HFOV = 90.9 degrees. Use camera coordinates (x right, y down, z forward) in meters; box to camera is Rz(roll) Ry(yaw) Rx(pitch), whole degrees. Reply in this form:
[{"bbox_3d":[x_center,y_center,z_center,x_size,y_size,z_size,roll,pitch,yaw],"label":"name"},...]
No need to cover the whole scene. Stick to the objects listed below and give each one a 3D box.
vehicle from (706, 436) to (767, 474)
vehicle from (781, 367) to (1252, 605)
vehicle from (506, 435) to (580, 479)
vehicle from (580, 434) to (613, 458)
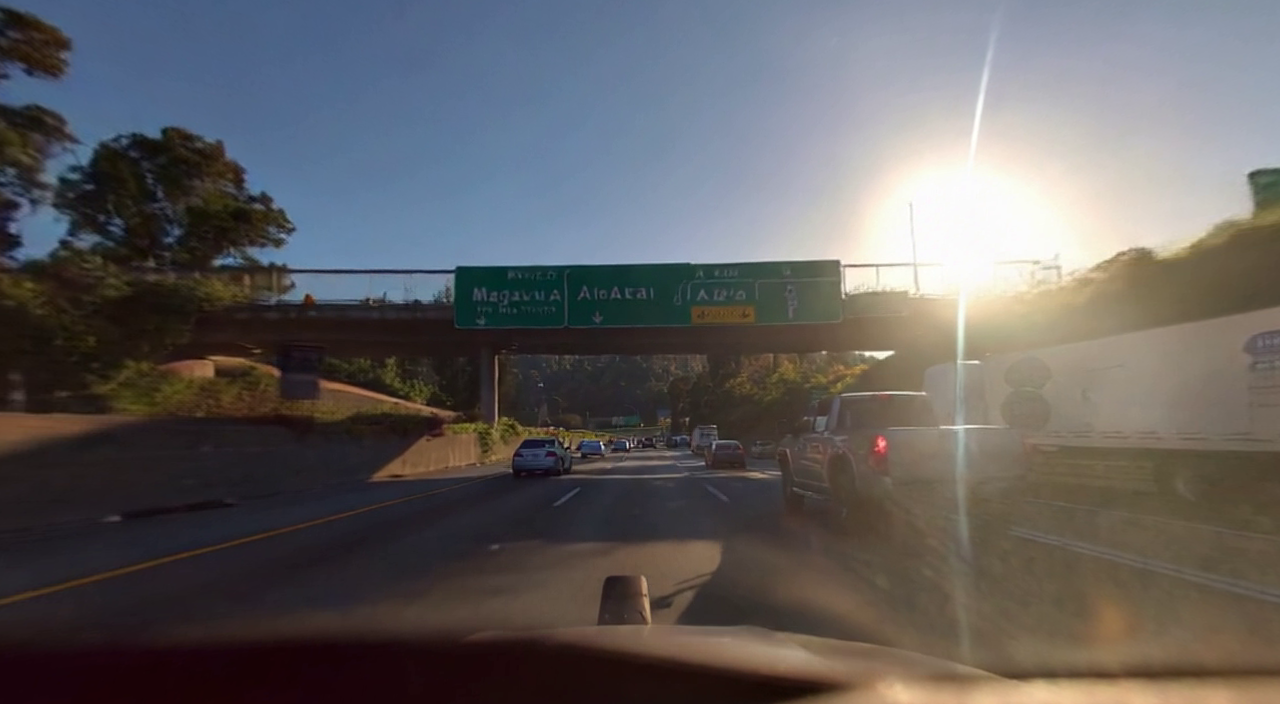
[{"bbox_3d":[4.070,4.410,27.172,1.953,1.480,4.053,0,-8,-1],"label":"vehicle"},{"bbox_3d":[3.689,1.489,7.980,2.517,1.935,5.552,0,-8,0],"label":"vehicle"},{"bbox_3d":[-3.489,3.861,23.530,1.978,1.473,4.073,0,-8,2],"label":"vehicle"},{"bbox_3d":[-3.141,6.888,46.338,2.020,1.628,4.248,0,-8,2],"label":"vehicle"}]
